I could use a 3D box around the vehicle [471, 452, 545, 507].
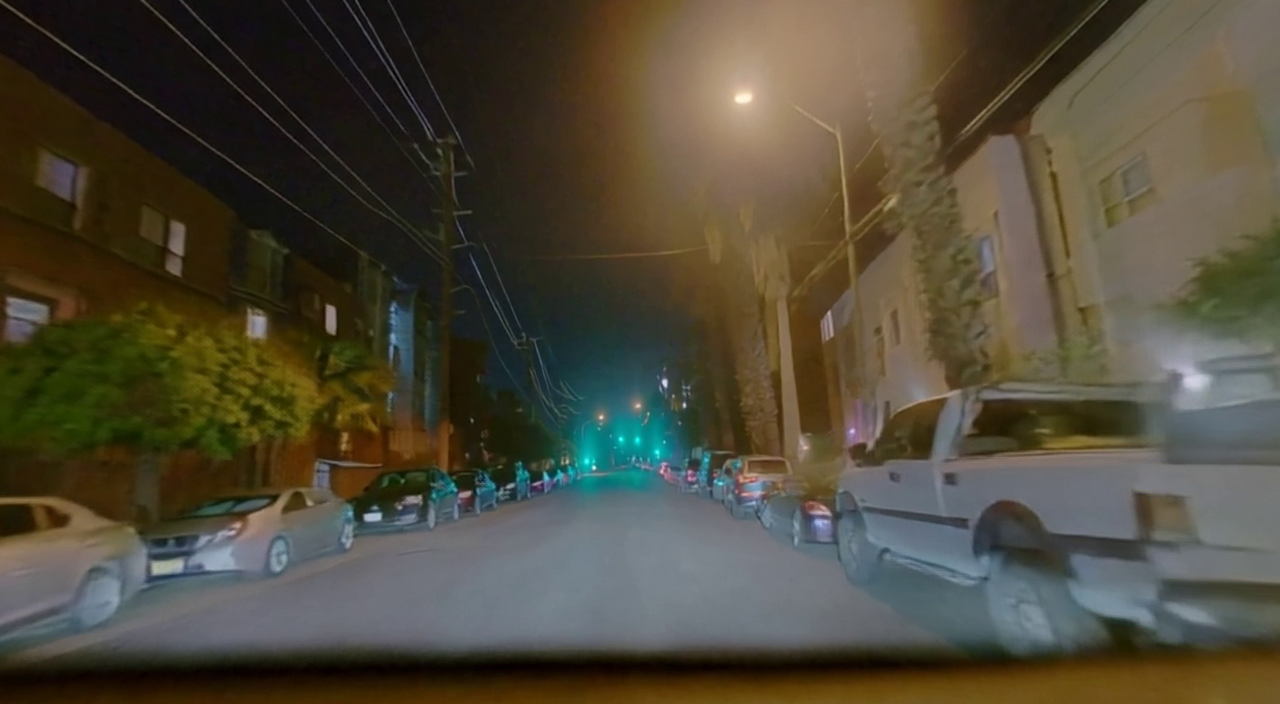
[{"bbox_3d":[-6.172,6.015,30.312,2.281,2.248,5.873,0,-8,0],"label":"vehicle"}]

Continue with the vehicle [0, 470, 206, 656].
[{"bbox_3d":[-6.517,1.958,5.854,1.841,1.491,4.525,0,-8,-2],"label":"vehicle"}]

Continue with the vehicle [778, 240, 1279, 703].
[{"bbox_3d":[2.944,1.068,4.718,2.268,1.953,6.124,0,-8,-2],"label":"vehicle"}]

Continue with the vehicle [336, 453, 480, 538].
[{"bbox_3d":[-6.263,3.881,17.788,2.349,1.952,4.848,0,-8,-2],"label":"vehicle"}]

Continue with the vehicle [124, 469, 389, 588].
[{"bbox_3d":[-6.313,2.909,11.184,1.874,1.449,4.622,0,-8,-1],"label":"vehicle"}]
